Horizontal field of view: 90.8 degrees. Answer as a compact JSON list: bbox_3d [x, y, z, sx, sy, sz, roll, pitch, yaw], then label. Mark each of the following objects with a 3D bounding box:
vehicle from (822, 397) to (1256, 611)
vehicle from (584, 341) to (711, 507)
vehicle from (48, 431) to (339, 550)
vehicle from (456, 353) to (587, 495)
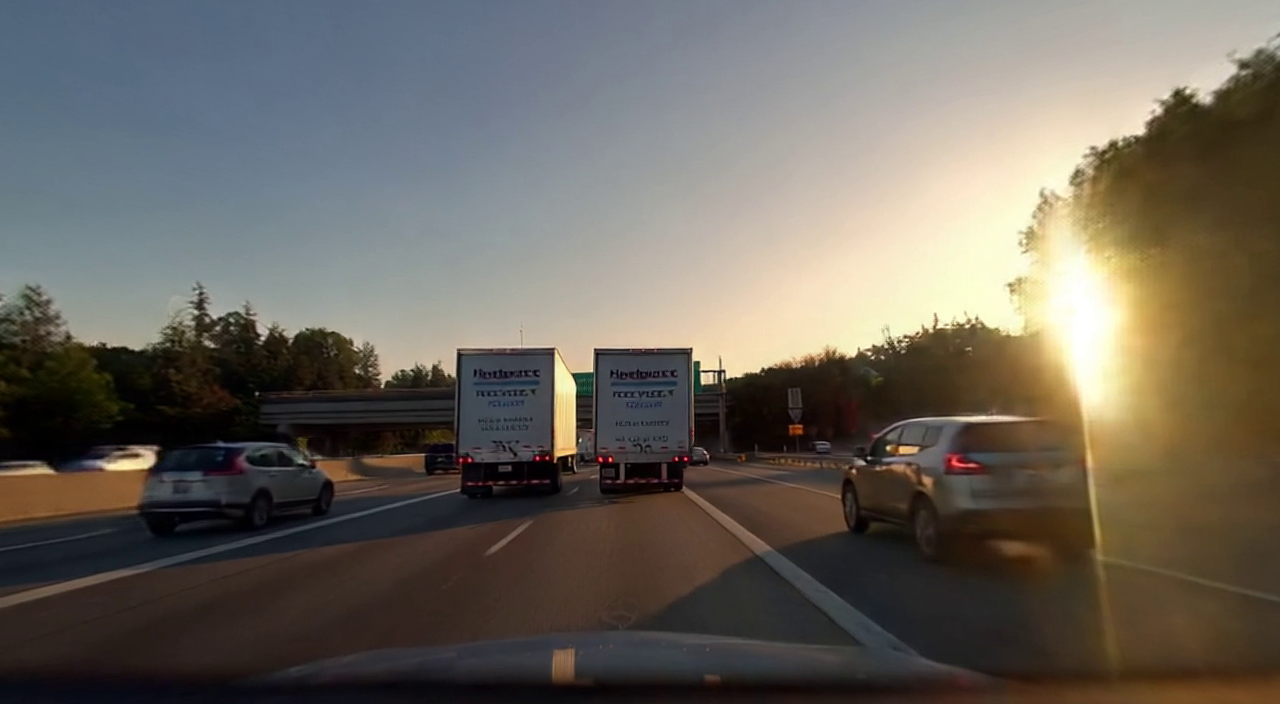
[{"bbox_3d":[4.002,1.610,7.647,2.136,1.753,4.644,0,-9,-1],"label":"vehicle"},{"bbox_3d":[0.051,2.366,19.549,2.910,3.828,9.805,0,-9,-1],"label":"vehicle"},{"bbox_3d":[-7.536,2.342,11.408,2.017,1.694,4.420,0,-9,-1],"label":"vehicle"},{"bbox_3d":[-3.896,2.913,24.031,2.888,4.154,10.960,0,-9,0],"label":"vehicle"}]
